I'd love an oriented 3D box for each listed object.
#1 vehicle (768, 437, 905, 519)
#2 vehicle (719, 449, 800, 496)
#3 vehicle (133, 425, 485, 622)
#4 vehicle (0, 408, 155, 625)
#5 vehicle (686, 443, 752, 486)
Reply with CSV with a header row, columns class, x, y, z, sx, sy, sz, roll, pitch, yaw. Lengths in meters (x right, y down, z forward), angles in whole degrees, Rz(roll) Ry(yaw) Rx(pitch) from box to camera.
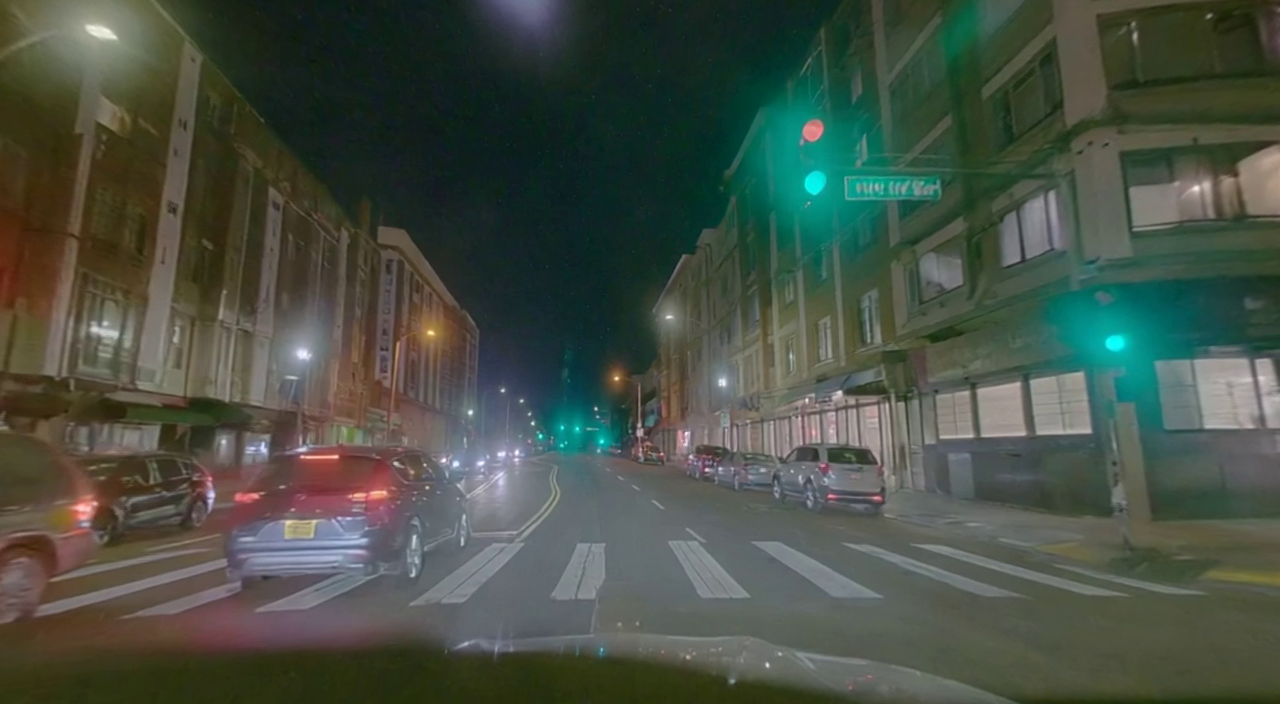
class,x,y,z,sx,sy,sz,roll,pitch,yaw
vehicle,5.194,3.363,17.544,1.945,1.931,4.778,0,-9,-4
vehicle,4.391,4.496,23.950,1.915,1.569,4.117,1,-9,-5
vehicle,-3.564,1.897,8.083,2.129,1.744,4.568,0,-8,-2
vehicle,-6.505,1.325,4.738,1.906,1.872,4.904,0,-8,-2
vehicle,3.602,5.263,29.988,2.059,1.804,5.182,0,-9,-5
